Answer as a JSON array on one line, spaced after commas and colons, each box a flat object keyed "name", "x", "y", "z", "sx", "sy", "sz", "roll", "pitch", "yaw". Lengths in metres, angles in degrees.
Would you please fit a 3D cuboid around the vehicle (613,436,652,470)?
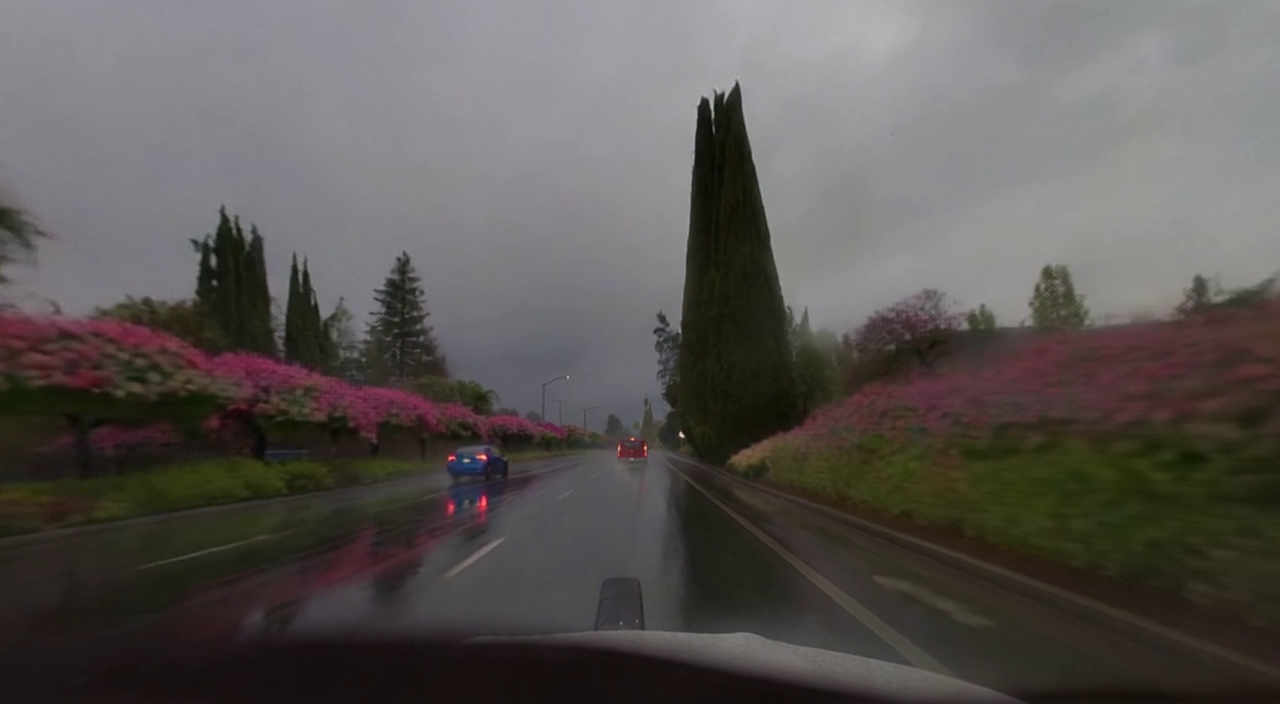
[{"name": "vehicle", "x": -0.401, "y": 5.681, "z": 35.777, "sx": 2.070, "sy": 1.764, "sz": 4.552, "roll": 0, "pitch": -8, "yaw": 0}]

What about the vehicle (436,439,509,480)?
[{"name": "vehicle", "x": -7.318, "y": 4.729, "z": 28.095, "sx": 1.993, "sy": 1.657, "sz": 4.487, "roll": 0, "pitch": -8, "yaw": 1}]
